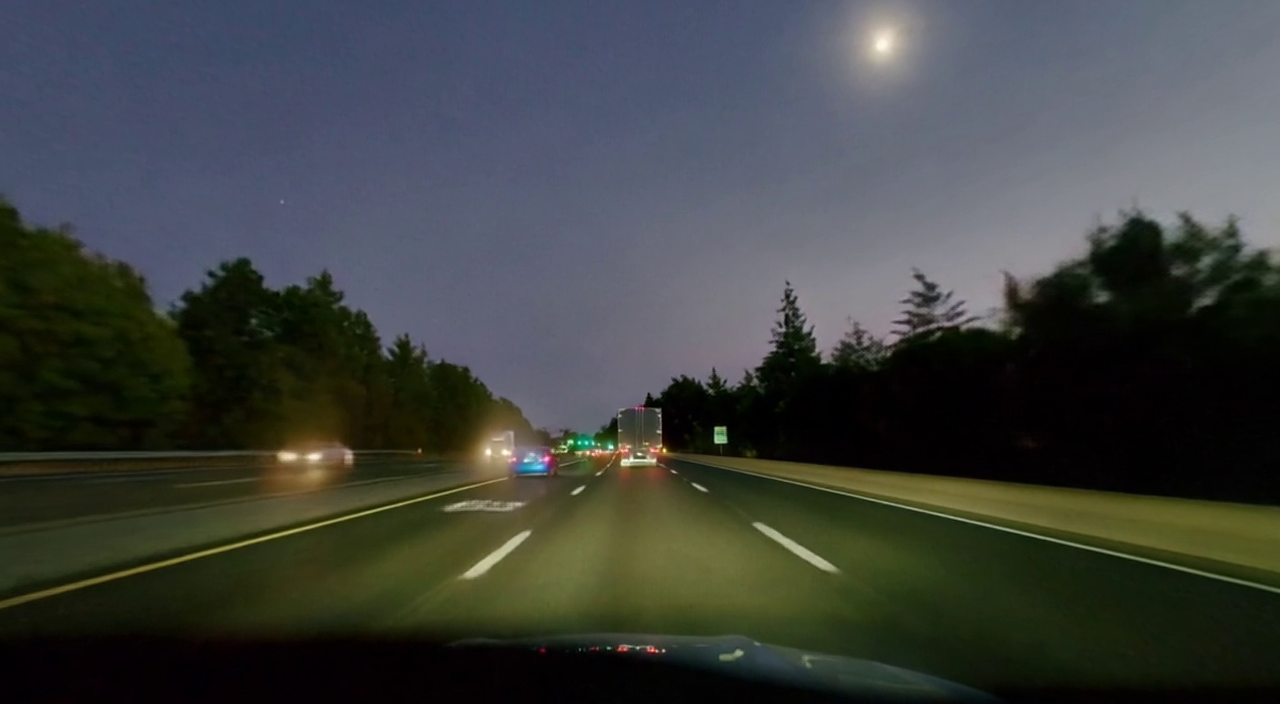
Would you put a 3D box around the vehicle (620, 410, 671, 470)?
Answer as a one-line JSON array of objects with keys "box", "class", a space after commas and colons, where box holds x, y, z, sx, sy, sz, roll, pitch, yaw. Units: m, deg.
[{"box": [0.181, 6.010, 42.577, 2.893, 3.628, 9.081, 0, -9, -3], "class": "vehicle"}]

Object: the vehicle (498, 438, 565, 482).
[{"box": [-4.279, 4.335, 25.500, 1.977, 1.602, 3.944, 0, -9, 0], "class": "vehicle"}]

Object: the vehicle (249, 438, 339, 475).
[{"box": [-16.465, 4.997, 30.288, 1.858, 1.656, 4.276, 0, -9, 0], "class": "vehicle"}]
